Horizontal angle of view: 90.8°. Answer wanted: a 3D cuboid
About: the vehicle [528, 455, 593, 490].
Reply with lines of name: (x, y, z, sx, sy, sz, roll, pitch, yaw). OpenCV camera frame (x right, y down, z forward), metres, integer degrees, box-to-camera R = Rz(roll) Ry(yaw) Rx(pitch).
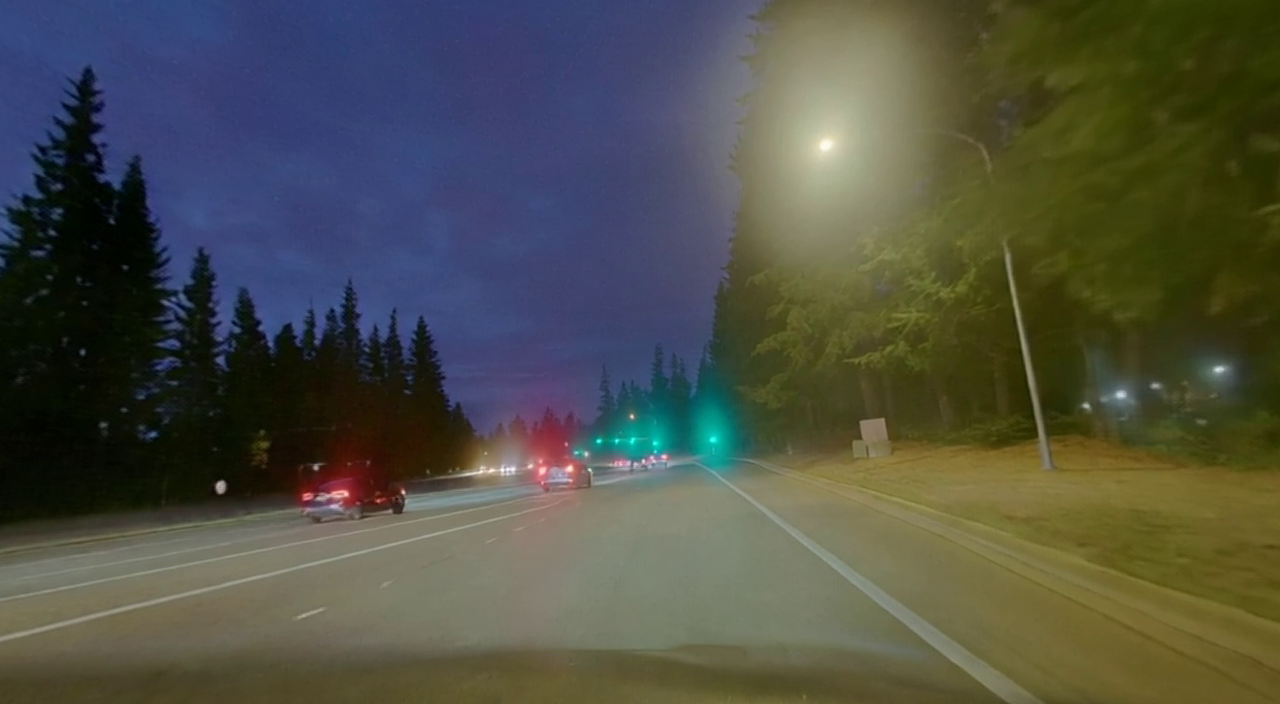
vehicle: (-4.283, 6.576, 34.875, 2.049, 1.699, 4.860, -2, -9, 12)

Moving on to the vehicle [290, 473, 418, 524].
vehicle: (-10.848, 5.574, 24.433, 1.886, 1.535, 4.742, -2, -9, 14)
